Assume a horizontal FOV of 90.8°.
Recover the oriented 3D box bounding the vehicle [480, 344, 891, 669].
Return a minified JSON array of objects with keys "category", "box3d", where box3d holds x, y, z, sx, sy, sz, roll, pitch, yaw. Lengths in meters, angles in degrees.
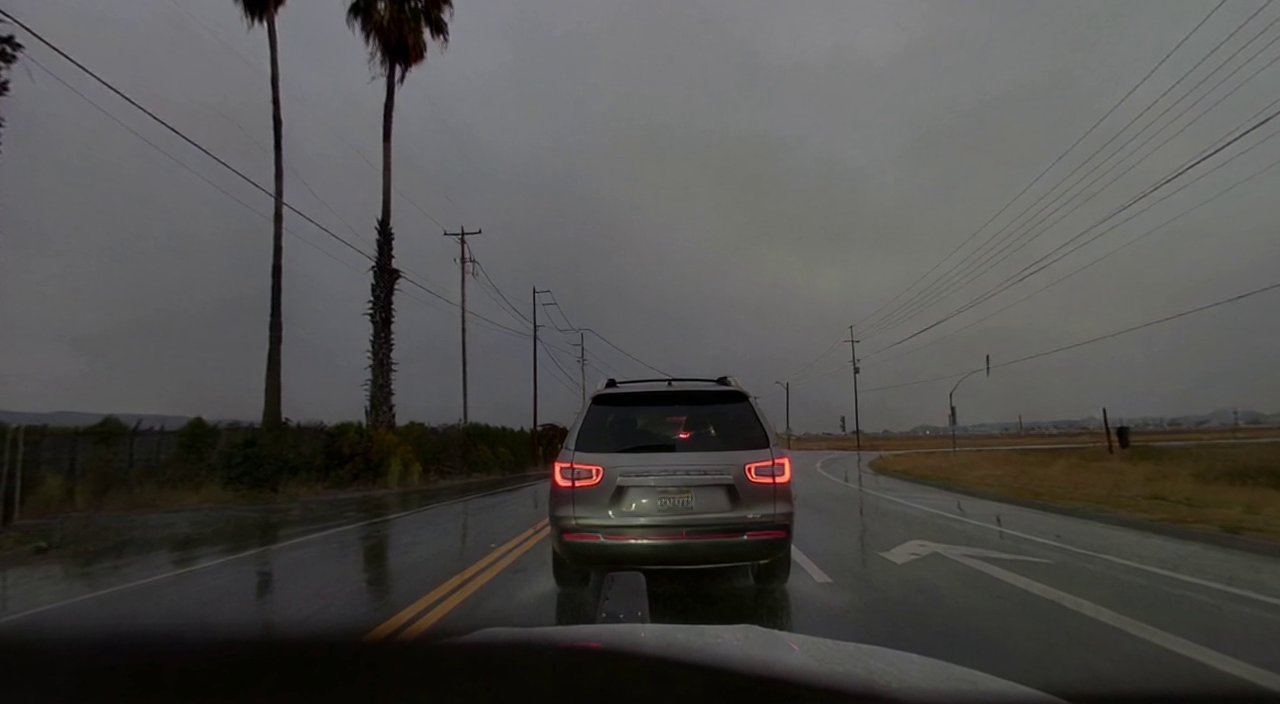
[{"category":"vehicle","box3d":[0.178,1.210,5.996,2.364,1.859,4.538,0,-8,-2]}]
